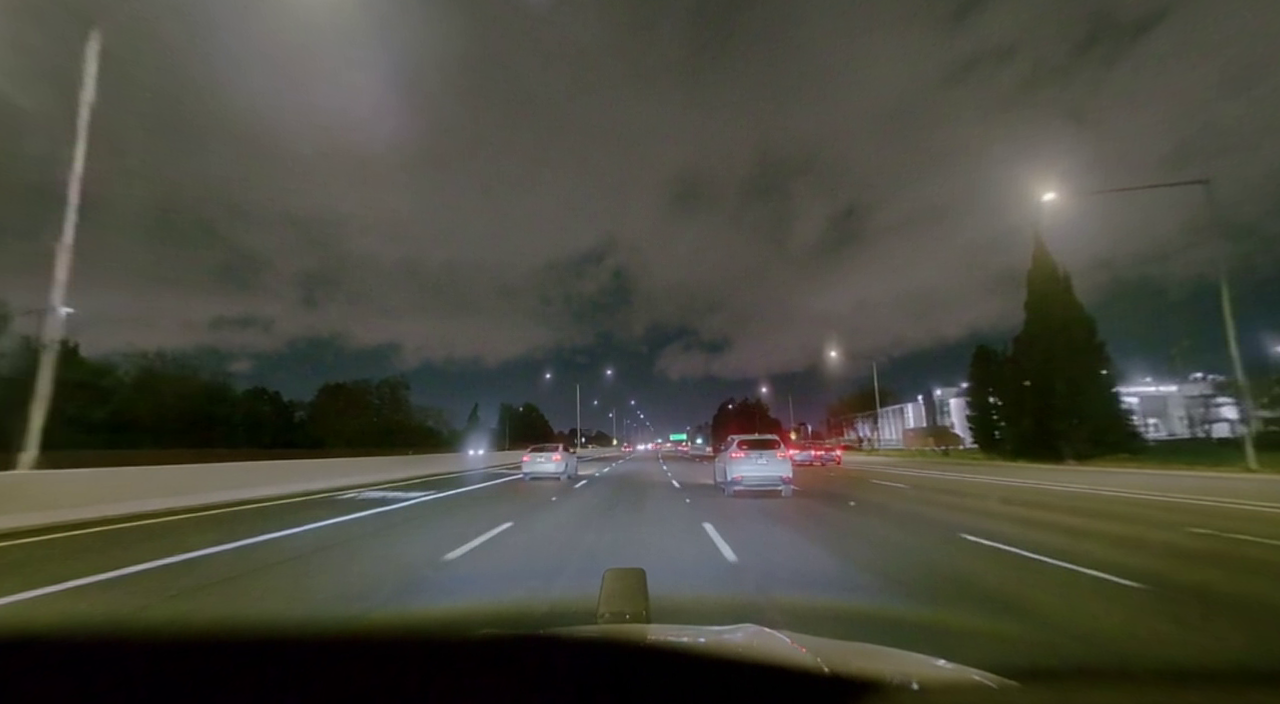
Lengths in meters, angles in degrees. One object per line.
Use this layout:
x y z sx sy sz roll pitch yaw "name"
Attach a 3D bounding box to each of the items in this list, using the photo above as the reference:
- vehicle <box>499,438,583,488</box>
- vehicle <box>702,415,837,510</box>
-3.344 3.870 22.315 2.080 1.542 4.718 -1 -8 2 "vehicle"
2.833 2.568 15.063 2.148 1.852 4.835 0 -8 0 "vehicle"
